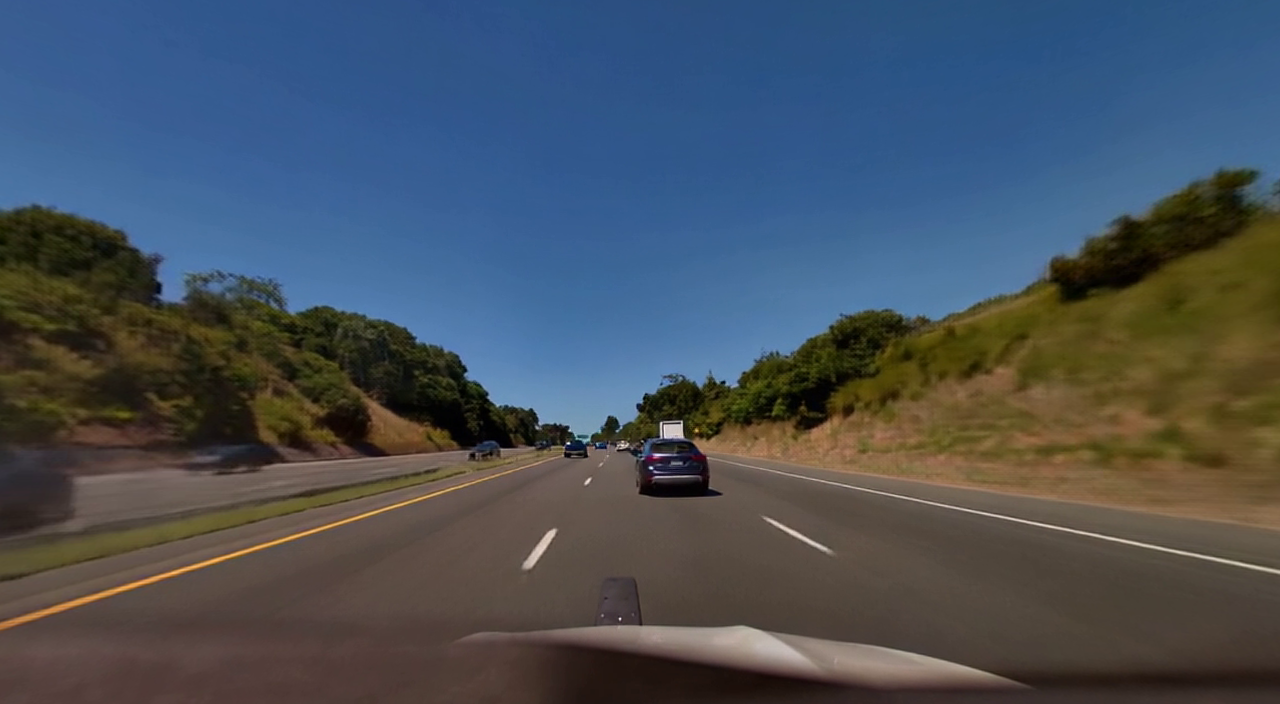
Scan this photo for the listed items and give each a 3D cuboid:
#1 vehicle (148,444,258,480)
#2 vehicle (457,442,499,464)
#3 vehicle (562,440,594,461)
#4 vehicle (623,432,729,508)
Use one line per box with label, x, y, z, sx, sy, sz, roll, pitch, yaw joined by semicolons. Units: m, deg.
vehicle;-19.555;4.903;28.477;1.888;1.443;4.473;0;-8;-2
vehicle;-12.187;7.608;47.678;2.060;1.505;4.442;0;-8;-1
vehicle;-4.516;7.204;46.484;2.055;1.466;4.317;0;-8;-2
vehicle;0.649;2.671;14.932;1.961;1.495;4.743;1;-8;-3
